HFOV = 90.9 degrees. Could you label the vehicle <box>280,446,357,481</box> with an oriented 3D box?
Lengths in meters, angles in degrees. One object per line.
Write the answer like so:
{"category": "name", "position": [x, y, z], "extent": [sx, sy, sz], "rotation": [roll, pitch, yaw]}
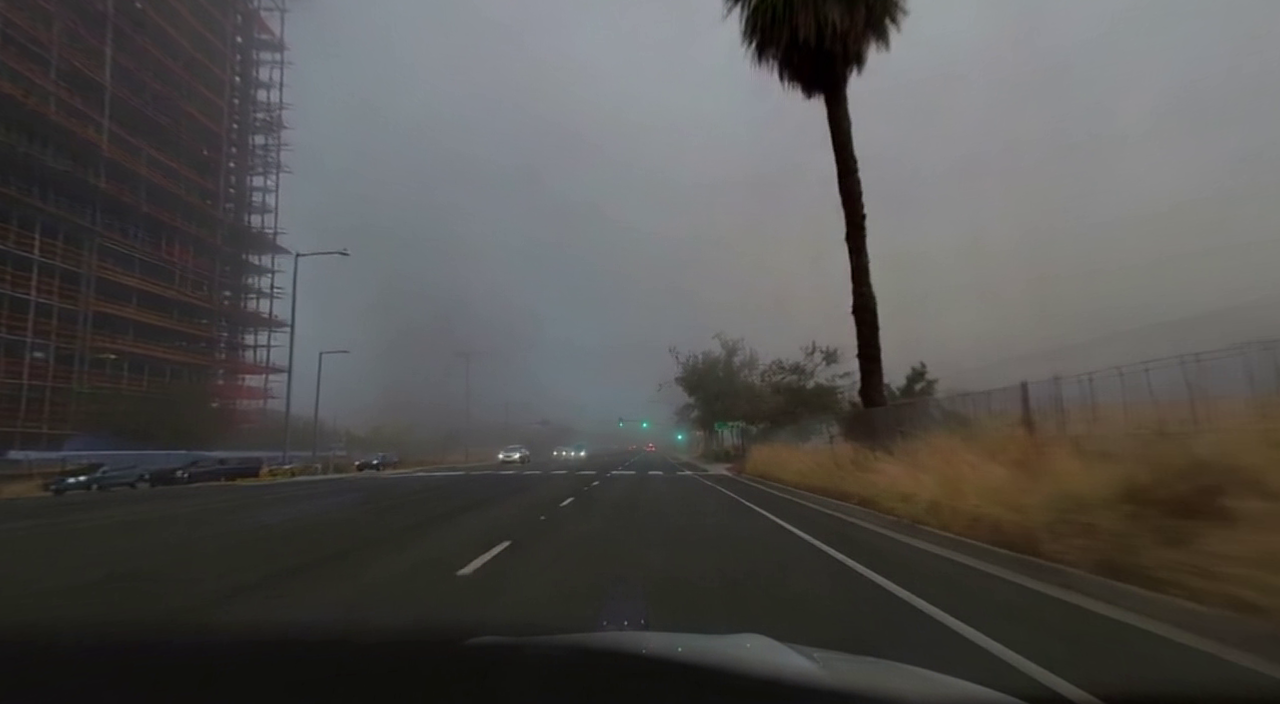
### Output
{"category": "vehicle", "position": [-19.352, 6.710, 38.225], "extent": [2.105, 1.805, 4.641], "rotation": [-3, -8, 2]}

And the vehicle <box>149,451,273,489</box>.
{"category": "vehicle", "position": [-21.204, 5.779, 31.377], "extent": [2.050, 1.686, 4.593], "rotation": [-4, -9, 25]}

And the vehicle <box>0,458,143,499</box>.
{"category": "vehicle", "position": [-24.568, 5.371, 27.077], "extent": [1.790, 1.484, 4.651], "rotation": [-7, -11, 40]}

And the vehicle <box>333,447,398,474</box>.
{"category": "vehicle", "position": [-19.354, 7.677, 44.785], "extent": [2.378, 1.783, 4.912], "rotation": [0, -9, 0]}
